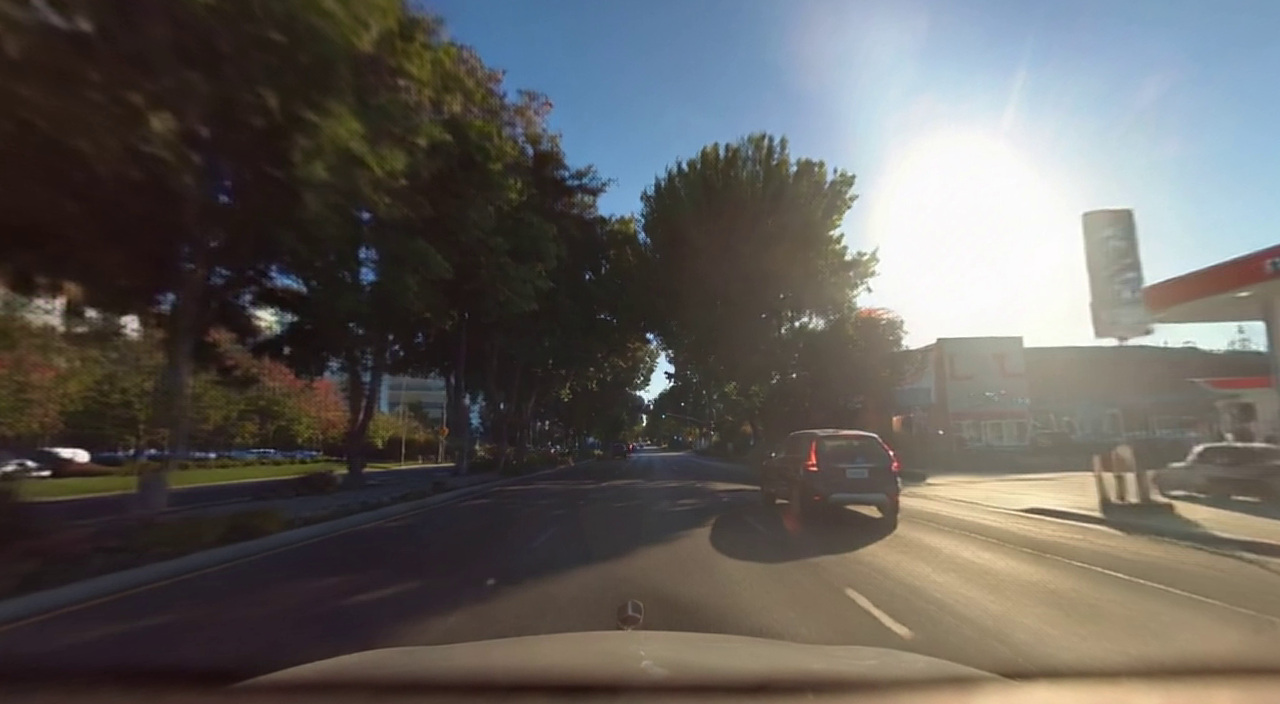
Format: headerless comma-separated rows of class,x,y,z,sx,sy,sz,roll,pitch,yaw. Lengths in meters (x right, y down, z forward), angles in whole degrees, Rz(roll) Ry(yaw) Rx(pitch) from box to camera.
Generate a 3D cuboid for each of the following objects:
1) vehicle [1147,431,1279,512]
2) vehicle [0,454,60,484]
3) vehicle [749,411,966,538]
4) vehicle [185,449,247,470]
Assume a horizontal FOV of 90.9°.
vehicle,13.162,2.381,12.798,1.899,1.514,4.749,-2,-8,2
vehicle,-31.964,5.830,31.477,4.149,1.418,1.899,-1,-8,1
vehicle,3.480,2.077,11.342,2.151,1.771,4.792,0,-8,0
vehicle,-31.842,8.080,47.432,3.408,1.370,1.770,-2,-8,0
